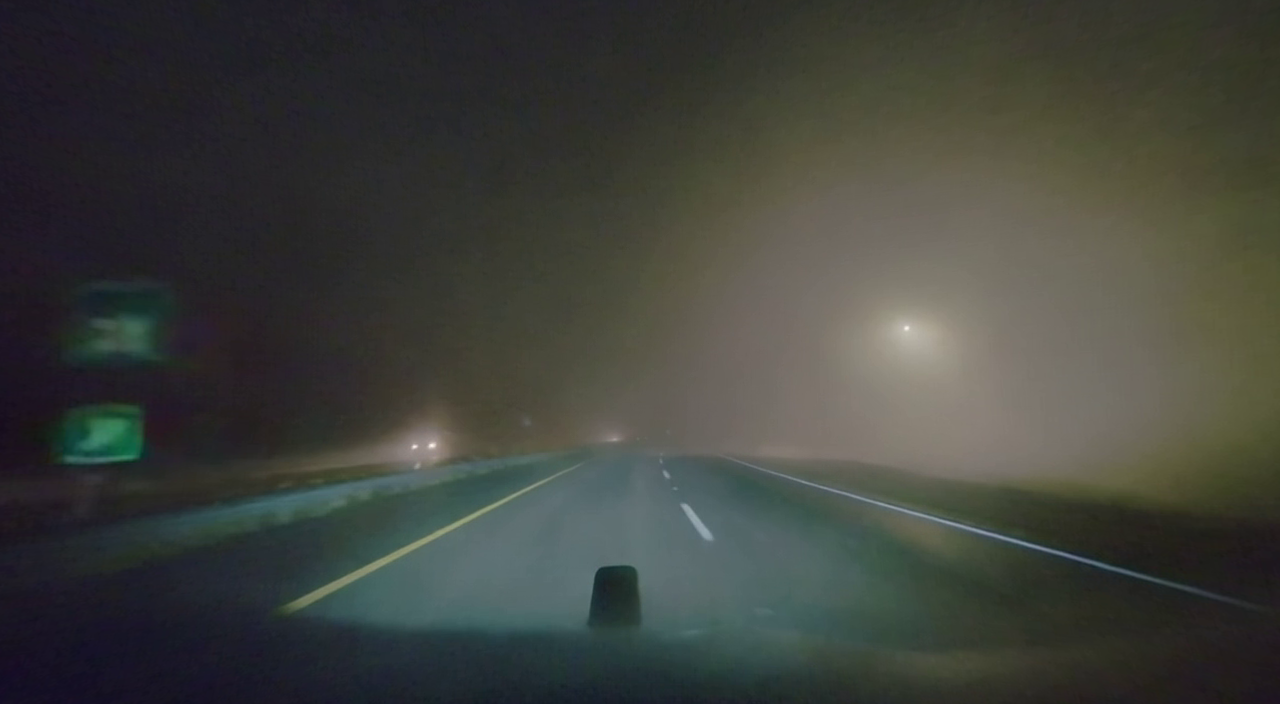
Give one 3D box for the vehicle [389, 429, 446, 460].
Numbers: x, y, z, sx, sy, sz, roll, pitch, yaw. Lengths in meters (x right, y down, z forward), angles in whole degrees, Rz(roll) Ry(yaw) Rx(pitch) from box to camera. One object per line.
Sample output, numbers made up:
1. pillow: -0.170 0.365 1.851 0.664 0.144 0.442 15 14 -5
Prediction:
1. vehicle: -15.146 6.315 43.180 2.211 1.967 4.734 0 -8 -1
